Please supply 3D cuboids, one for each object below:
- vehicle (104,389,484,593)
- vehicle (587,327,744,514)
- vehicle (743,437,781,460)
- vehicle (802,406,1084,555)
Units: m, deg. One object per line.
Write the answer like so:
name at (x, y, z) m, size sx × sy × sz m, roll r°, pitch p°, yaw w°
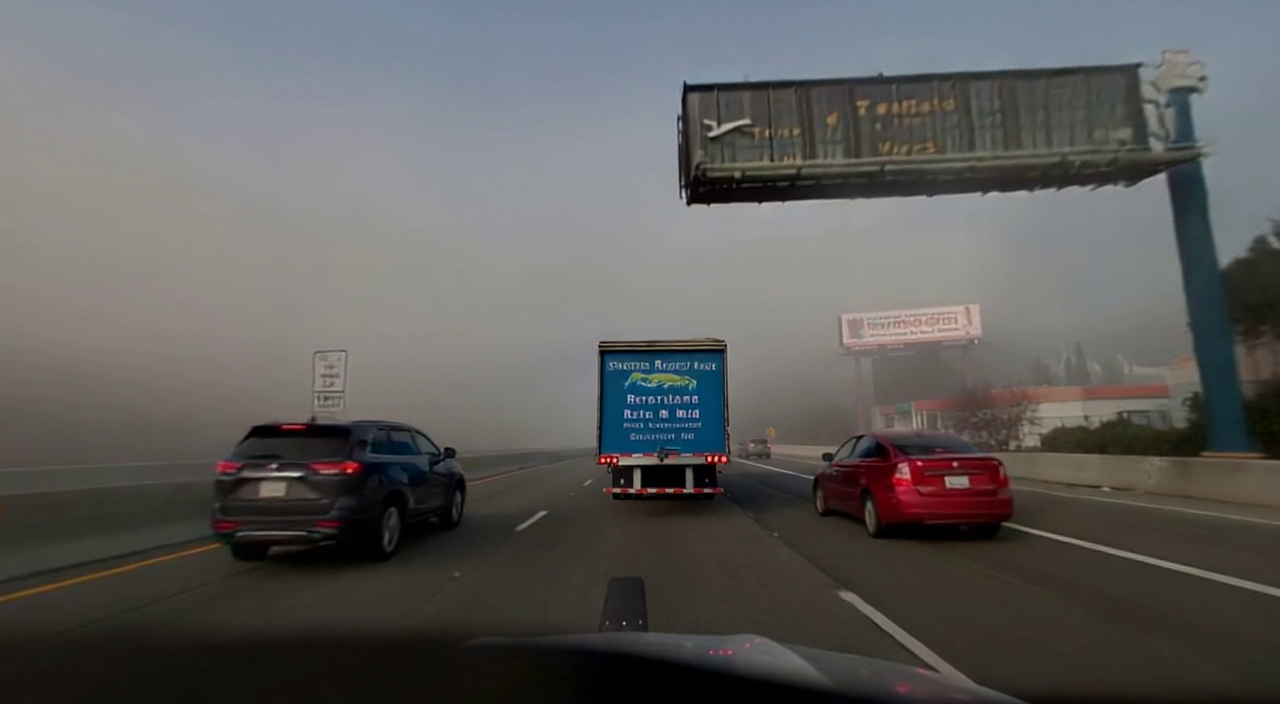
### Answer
vehicle at (-3.580, 1.528, 7.798) m, size 2.030 × 1.757 × 4.509 m, roll -1°, pitch -8°, yaw 2°
vehicle at (0.607, 1.801, 15.468) m, size 2.733 × 3.296 × 8.571 m, roll -1°, pitch -8°, yaw 2°
vehicle at (8.453, 6.727, 44.058) m, size 1.931 × 1.495 × 3.889 m, roll 0°, pitch -8°, yaw 1°
vehicle at (4.039, 1.780, 9.460) m, size 2.066 × 1.692 × 4.339 m, roll 0°, pitch -8°, yaw 0°
